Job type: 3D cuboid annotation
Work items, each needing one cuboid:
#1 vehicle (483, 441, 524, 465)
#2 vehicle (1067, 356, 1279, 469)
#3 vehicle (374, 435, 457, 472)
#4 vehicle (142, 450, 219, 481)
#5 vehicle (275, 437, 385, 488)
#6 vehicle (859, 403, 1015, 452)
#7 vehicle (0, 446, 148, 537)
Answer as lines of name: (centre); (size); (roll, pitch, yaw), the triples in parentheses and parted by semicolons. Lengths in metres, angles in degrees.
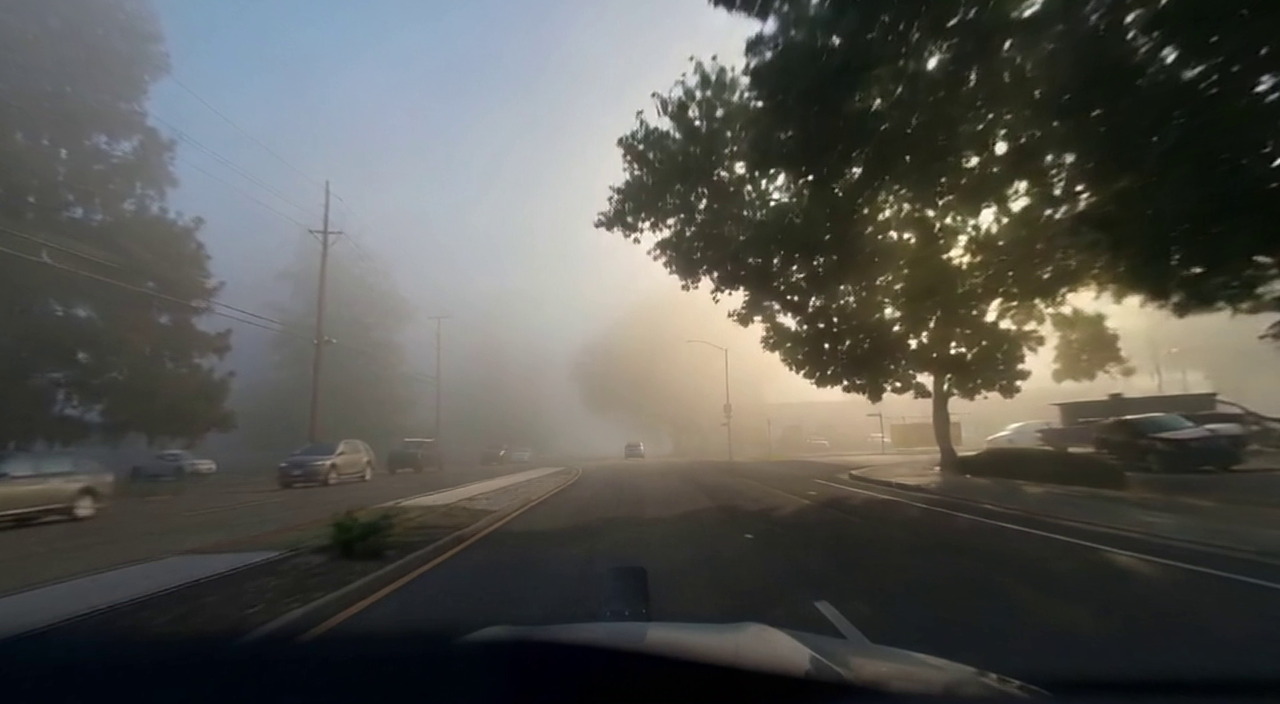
vehicle: (-10.632, 7.948, 49.553); (2.189, 1.747, 4.651); (0, -9, 0)
vehicle: (17.711, 2.242, 21.125); (2.920, 2.995, 8.704); (-3, -9, 16)
vehicle: (-11.925, 5.460, 34.039); (2.471, 1.783, 5.903); (0, -8, -2)
vehicle: (-24.603, 6.040, 33.925); (1.863, 1.519, 4.451); (2, -9, -16)
vehicle: (-10.318, 3.687, 21.329); (1.778, 1.517, 3.923); (0, -8, -1)
vehicle: (18.960, 4.923, 40.619); (8.462, 3.012, 2.906); (0, -8, -1)
vehicle: (-11.717, 2.499, 11.602); (1.931, 1.493, 4.308); (0, -9, -2)
